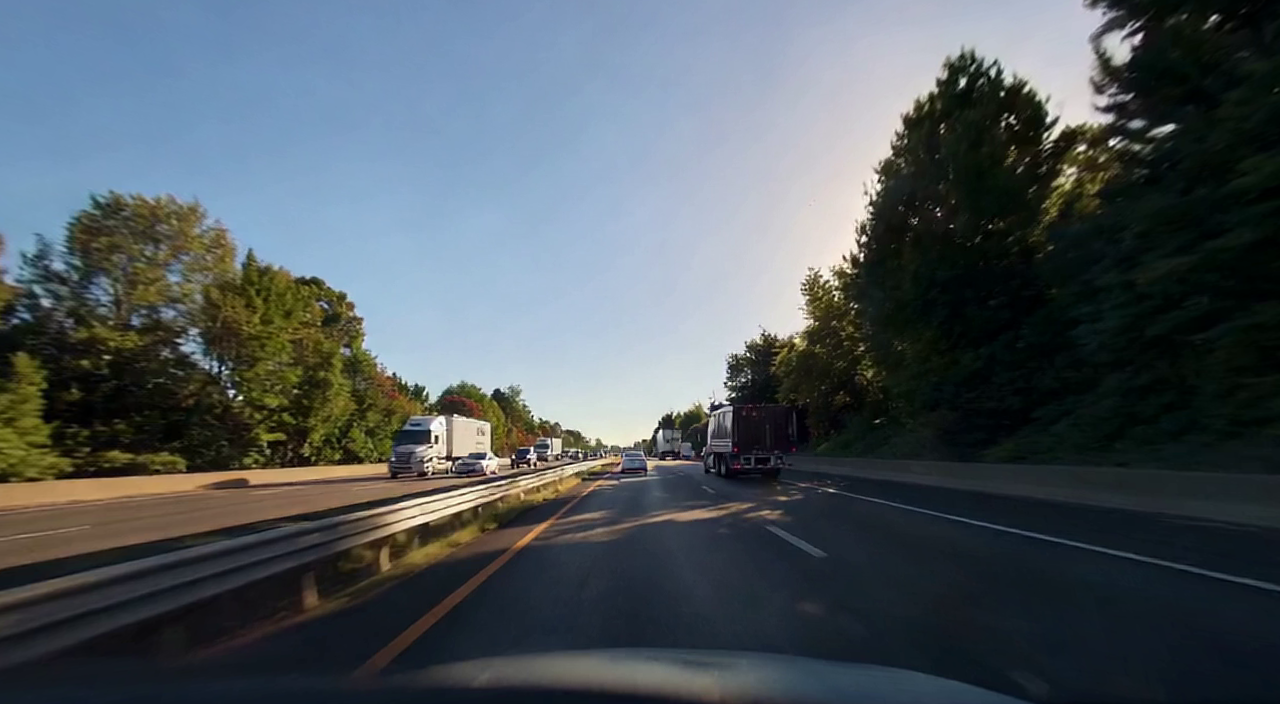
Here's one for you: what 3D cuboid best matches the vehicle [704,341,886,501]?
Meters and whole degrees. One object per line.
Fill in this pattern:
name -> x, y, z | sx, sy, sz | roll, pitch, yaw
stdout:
vehicle -> 4.638, 2.803, 23.066 | 2.842, 4.060, 13.939 | 0, -9, -1

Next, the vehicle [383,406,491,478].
vehicle -> -13.260, 6.253, 43.062 | 2.880, 4.084, 13.982 | 0, -9, 0

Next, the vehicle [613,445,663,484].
vehicle -> -0.077, 4.633, 26.210 | 1.939, 1.495, 3.612 | 0, -9, 0

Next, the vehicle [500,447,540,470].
vehicle -> -8.663, 7.704, 45.723 | 1.993, 1.515, 4.232 | 0, -9, 1
